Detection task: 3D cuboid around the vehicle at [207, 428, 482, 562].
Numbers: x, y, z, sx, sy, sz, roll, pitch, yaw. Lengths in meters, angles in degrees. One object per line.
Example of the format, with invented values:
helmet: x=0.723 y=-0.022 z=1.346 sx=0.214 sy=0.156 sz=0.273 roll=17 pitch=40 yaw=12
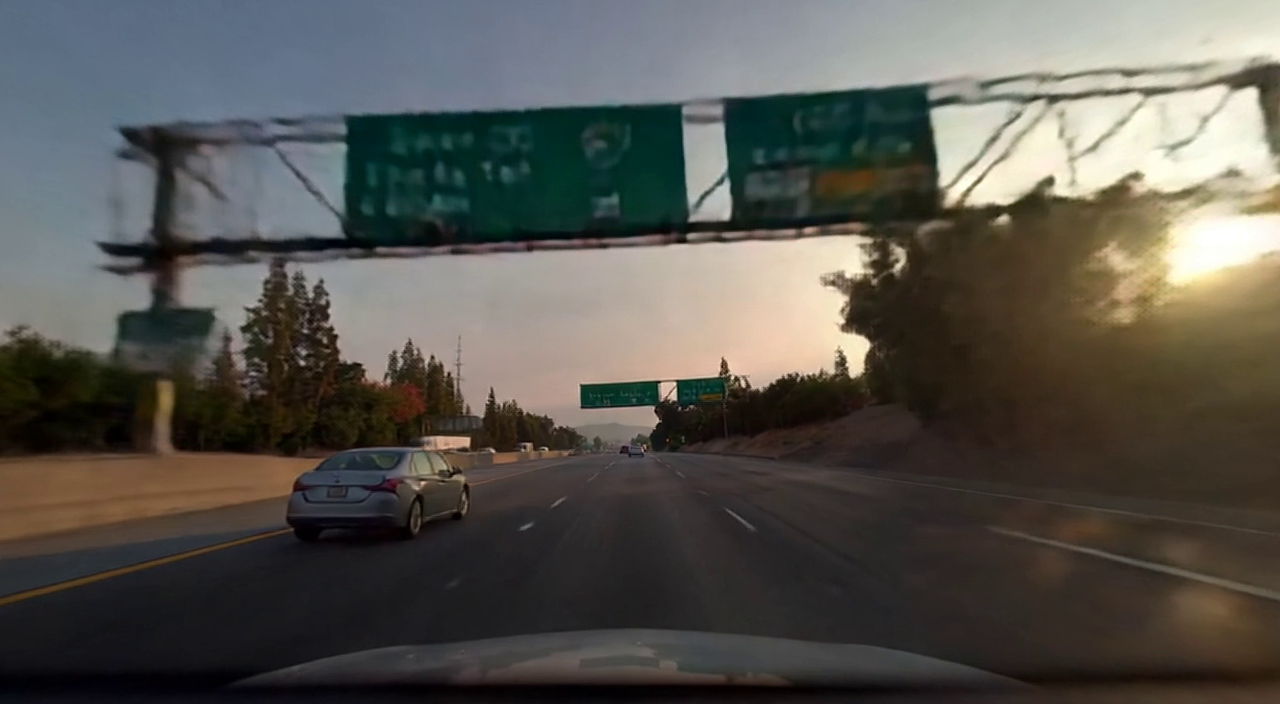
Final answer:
vehicle: x=-4.007 y=2.002 z=9.590 sx=2.050 sy=1.547 sz=4.266 roll=0 pitch=-9 yaw=1
